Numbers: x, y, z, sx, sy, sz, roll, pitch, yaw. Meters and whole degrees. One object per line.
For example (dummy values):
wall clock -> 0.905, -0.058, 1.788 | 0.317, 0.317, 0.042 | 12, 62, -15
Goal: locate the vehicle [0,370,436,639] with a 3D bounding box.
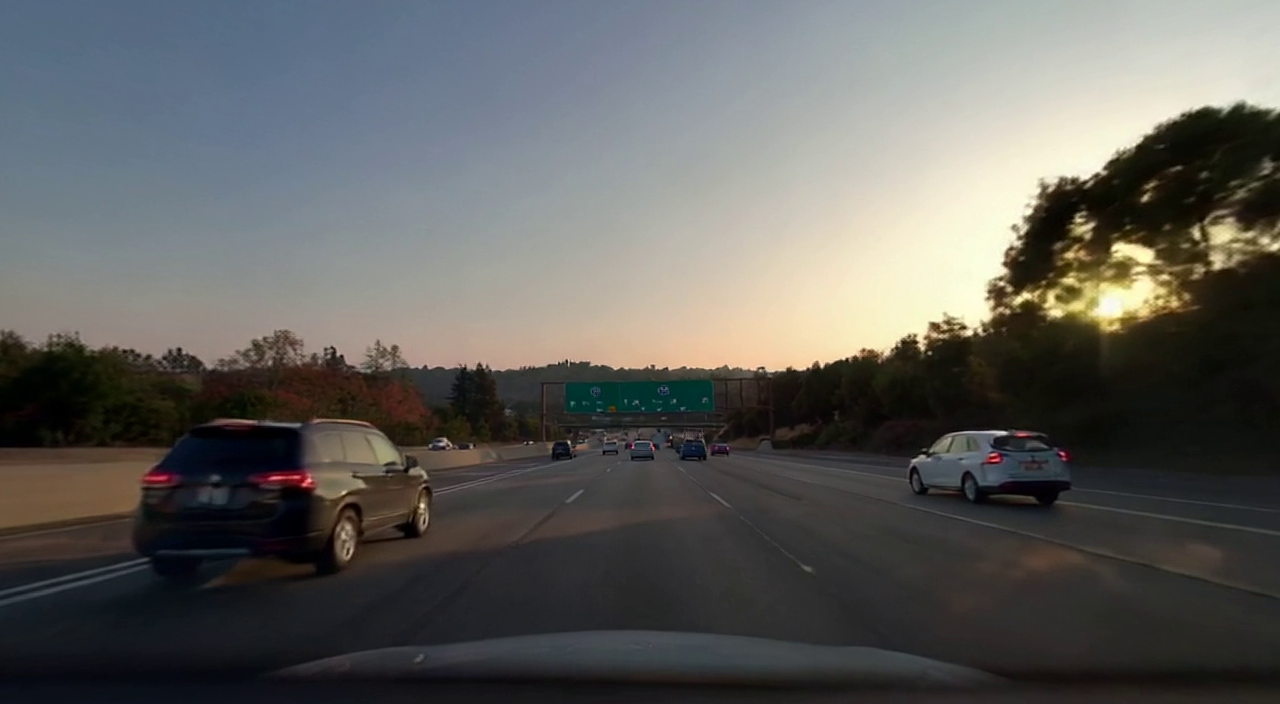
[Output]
vehicle -> -4.036, 1.351, 6.630 | 2.118, 1.750, 4.875 | 0, -8, 0

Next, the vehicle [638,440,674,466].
vehicle -> 0.905, 6.104, 38.368 | 2.050, 1.452, 3.917 | 0, -8, -1

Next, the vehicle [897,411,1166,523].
vehicle -> 7.284, 2.205, 12.607 | 2.123, 1.756, 4.959 | 0, -8, -1
